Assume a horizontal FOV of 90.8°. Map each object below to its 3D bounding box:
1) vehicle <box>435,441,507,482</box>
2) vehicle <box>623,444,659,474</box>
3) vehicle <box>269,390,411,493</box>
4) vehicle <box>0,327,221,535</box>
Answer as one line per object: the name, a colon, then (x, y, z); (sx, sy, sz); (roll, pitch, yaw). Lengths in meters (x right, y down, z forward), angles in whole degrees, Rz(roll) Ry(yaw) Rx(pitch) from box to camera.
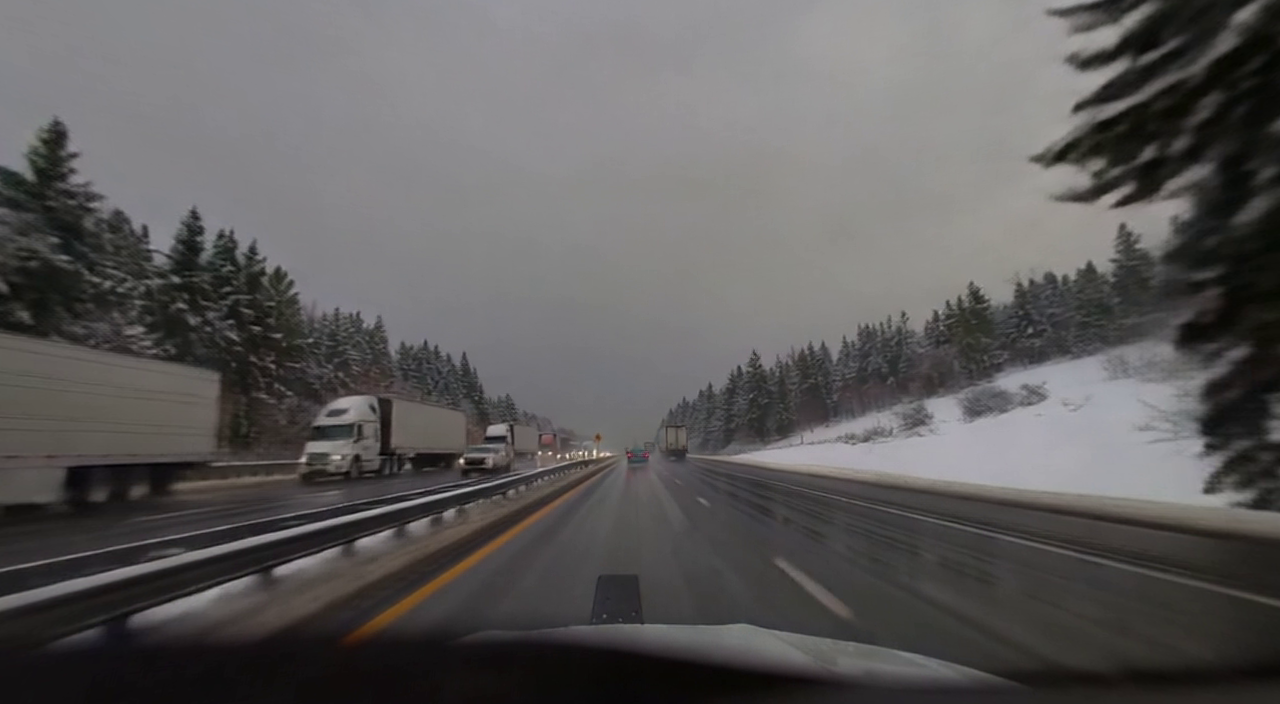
vehicle: (-8.530, 5.570, 32.402); (2.292, 1.917, 5.174); (0, -9, -1)
vehicle: (0.040, 6.550, 38.880); (2.137, 1.689, 4.051); (0, -9, -1)
vehicle: (-12.729, 3.930, 27.591); (3.002, 3.963, 6.351); (0, -9, -1)
vehicle: (-14.022, 1.376, 11.247); (2.829, 4.048, 14.297); (0, -9, 2)
